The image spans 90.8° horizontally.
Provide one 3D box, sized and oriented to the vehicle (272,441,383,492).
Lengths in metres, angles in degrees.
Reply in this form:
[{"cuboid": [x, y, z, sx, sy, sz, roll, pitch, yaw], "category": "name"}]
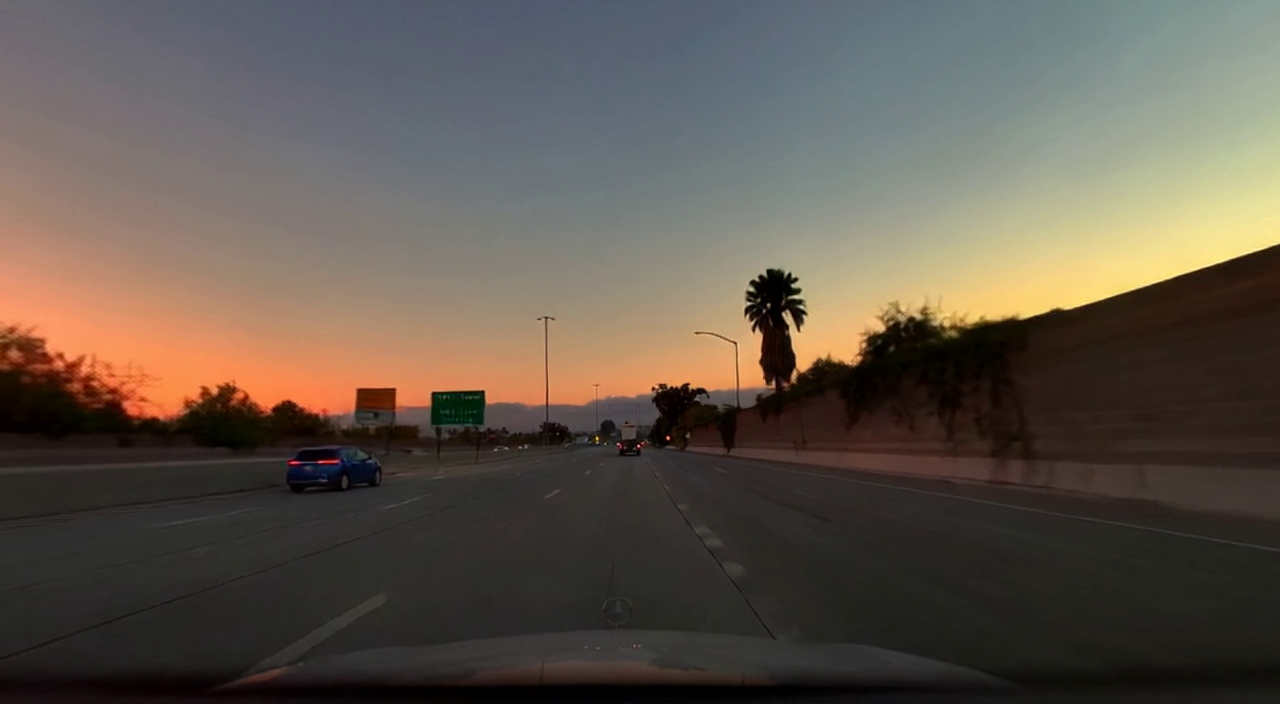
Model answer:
[{"cuboid": [-11.070, 4.062, 22.746, 1.897, 1.653, 4.113, 0, -9, -1], "category": "vehicle"}]
